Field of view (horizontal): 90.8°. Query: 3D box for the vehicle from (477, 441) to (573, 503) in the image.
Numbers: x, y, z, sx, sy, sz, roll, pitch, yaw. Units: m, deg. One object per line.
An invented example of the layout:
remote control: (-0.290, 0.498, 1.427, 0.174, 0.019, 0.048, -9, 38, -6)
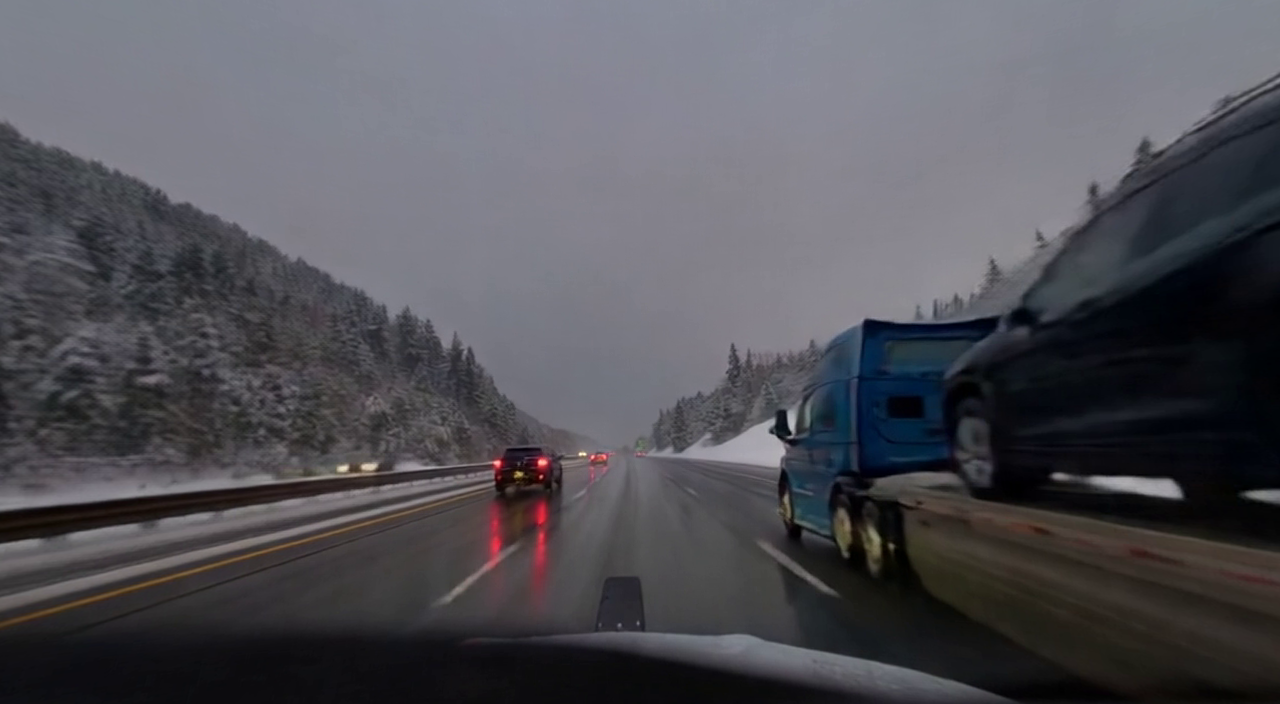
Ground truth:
vehicle: (-3.137, 3.372, 18.050, 1.944, 1.548, 4.051, 0, -9, 0)

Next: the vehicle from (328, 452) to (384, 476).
vehicle: (-19.165, 7.532, 42.774, 1.802, 1.487, 4.304, 0, -9, 0)

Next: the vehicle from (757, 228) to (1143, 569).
vehicle: (3.983, 0.892, 10.049, 3.016, 3.891, 5.767, 0, -9, 0)
